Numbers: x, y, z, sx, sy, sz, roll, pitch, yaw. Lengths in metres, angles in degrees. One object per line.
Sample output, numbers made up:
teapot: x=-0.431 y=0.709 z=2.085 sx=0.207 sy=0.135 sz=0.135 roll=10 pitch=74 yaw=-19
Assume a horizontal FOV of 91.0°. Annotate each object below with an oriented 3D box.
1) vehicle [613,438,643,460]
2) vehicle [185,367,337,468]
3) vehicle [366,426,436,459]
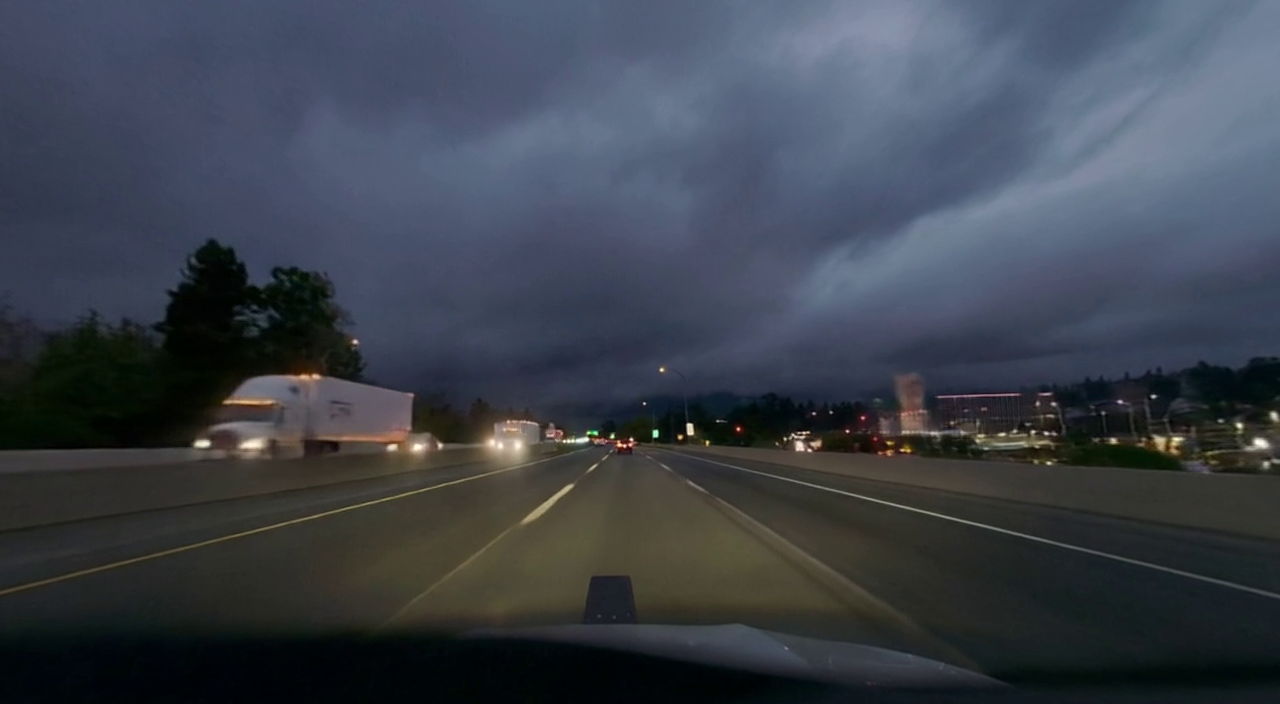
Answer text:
vehicle: x=-0.924 y=7.185 z=46.763 sx=2.099 sy=1.504 sz=3.843 roll=0 pitch=-8 yaw=-2
vehicle: x=-16.507 y=3.006 z=28.051 sx=2.933 sy=3.972 sz=6.123 roll=0 pitch=-8 yaw=-2
vehicle: x=-12.696 y=4.845 z=33.764 sx=2.070 sy=1.630 sz=4.500 roll=0 pitch=-8 yaw=-1
